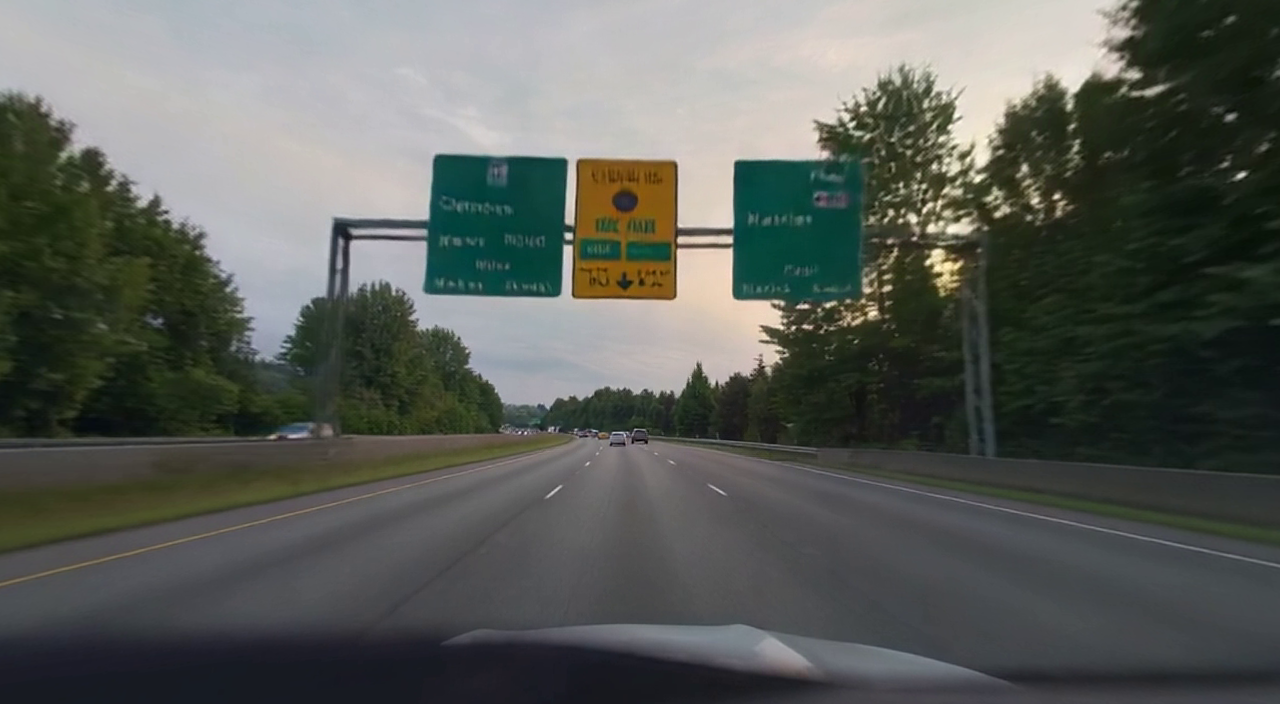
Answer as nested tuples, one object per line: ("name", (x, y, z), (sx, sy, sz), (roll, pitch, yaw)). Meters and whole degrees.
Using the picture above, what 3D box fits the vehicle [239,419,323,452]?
("vehicle", (-17.406, 4.067, 30.770), (1.803, 1.503, 4.012), (0, -7, -2))
